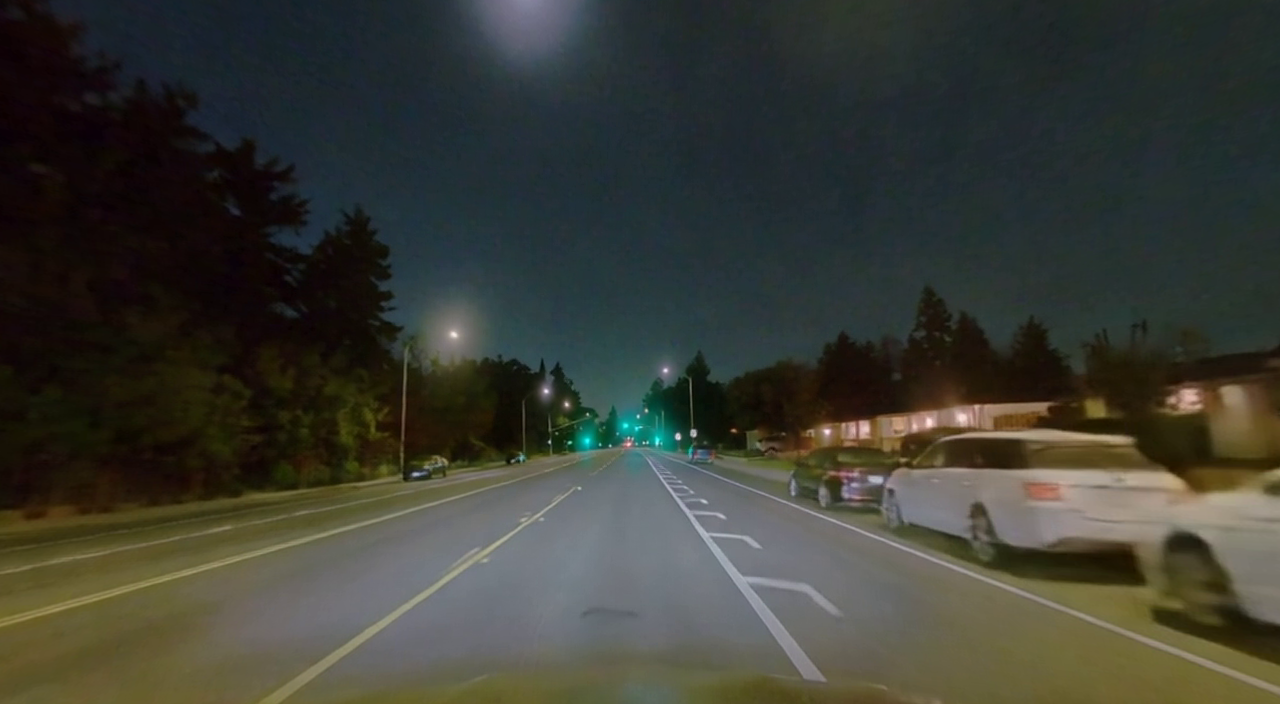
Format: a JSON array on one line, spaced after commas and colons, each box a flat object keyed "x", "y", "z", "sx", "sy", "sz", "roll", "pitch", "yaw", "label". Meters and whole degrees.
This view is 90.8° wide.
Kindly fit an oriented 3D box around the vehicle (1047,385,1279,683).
[{"x": 4.587, "y": 0.960, "z": 2.841, "sx": 1.917, "sy": 1.664, "sz": 5.490, "roll": 3, "pitch": -9, "yaw": 0, "label": "vehicle"}]

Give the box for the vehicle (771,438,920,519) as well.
[{"x": 4.576, "y": 2.865, "z": 14.923, "sx": 1.939, "sy": 1.561, "sz": 4.495, "roll": 2, "pitch": -8, "yaw": -1, "label": "vehicle"}]

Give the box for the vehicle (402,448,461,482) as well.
[{"x": -12.477, "y": 6.749, "z": 38.154, "sx": 2.034, "sy": 1.646, "sz": 4.808, "roll": -5, "pitch": -7, "yaw": -2, "label": "vehicle"}]

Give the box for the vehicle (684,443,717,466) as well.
[{"x": 4.371, "y": 7.501, "z": 46.221, "sx": 2.000, "sy": 1.520, "sz": 4.943, "roll": 0, "pitch": -9, "yaw": 0, "label": "vehicle"}]
